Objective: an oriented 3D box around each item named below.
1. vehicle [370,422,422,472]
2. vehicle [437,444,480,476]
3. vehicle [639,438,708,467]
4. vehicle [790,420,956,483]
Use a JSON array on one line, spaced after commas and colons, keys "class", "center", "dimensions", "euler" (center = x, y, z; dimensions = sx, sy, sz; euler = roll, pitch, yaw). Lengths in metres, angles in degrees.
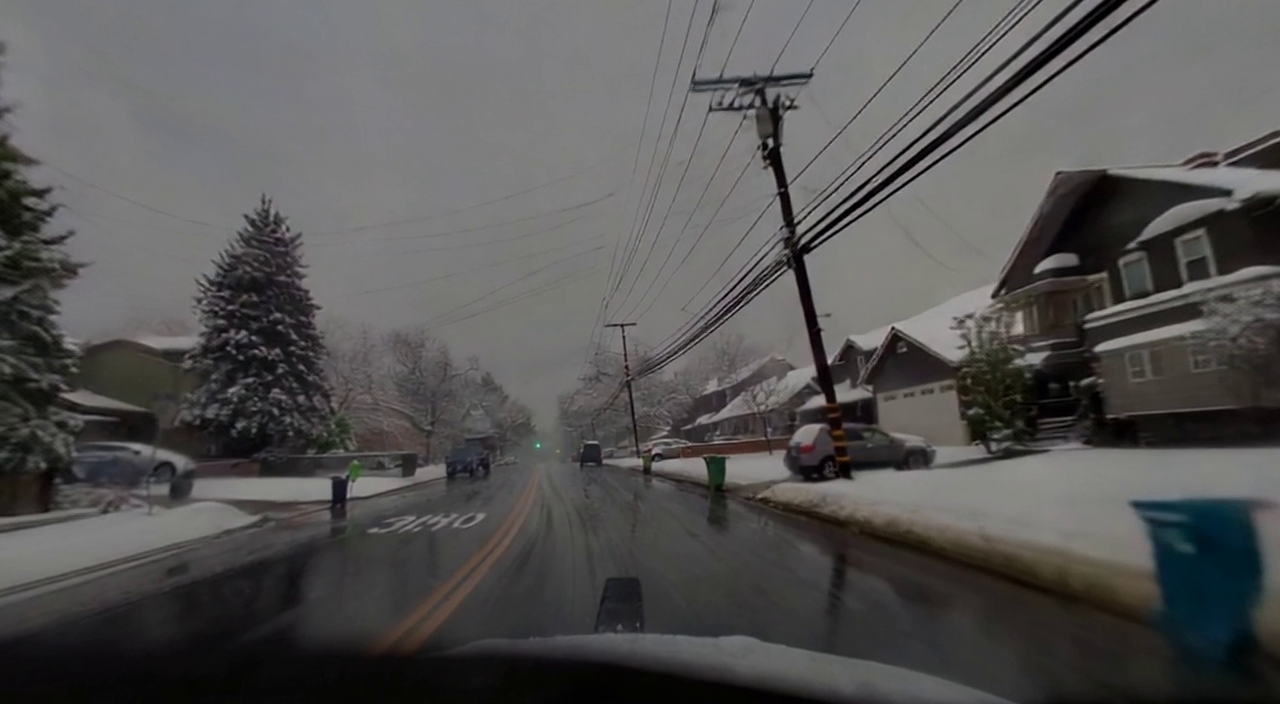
[{"class": "vehicle", "center": [-17.383, 6.857, 45.486], "dimensions": [2.781, 3.221, 7.995], "euler": [1, -9, -17]}, {"class": "vehicle", "center": [-11.524, 6.956, 40.336], "dimensions": [2.046, 1.777, 4.473], "euler": [-2, -11, -8]}, {"class": "vehicle", "center": [2.401, 7.316, 46.049], "dimensions": [4.489, 1.812, 2.056], "euler": [0, -13, -13]}, {"class": "vehicle", "center": [7.158, 3.077, 19.689], "dimensions": [4.337, 1.768, 1.962], "euler": [0, -8, -7]}]
